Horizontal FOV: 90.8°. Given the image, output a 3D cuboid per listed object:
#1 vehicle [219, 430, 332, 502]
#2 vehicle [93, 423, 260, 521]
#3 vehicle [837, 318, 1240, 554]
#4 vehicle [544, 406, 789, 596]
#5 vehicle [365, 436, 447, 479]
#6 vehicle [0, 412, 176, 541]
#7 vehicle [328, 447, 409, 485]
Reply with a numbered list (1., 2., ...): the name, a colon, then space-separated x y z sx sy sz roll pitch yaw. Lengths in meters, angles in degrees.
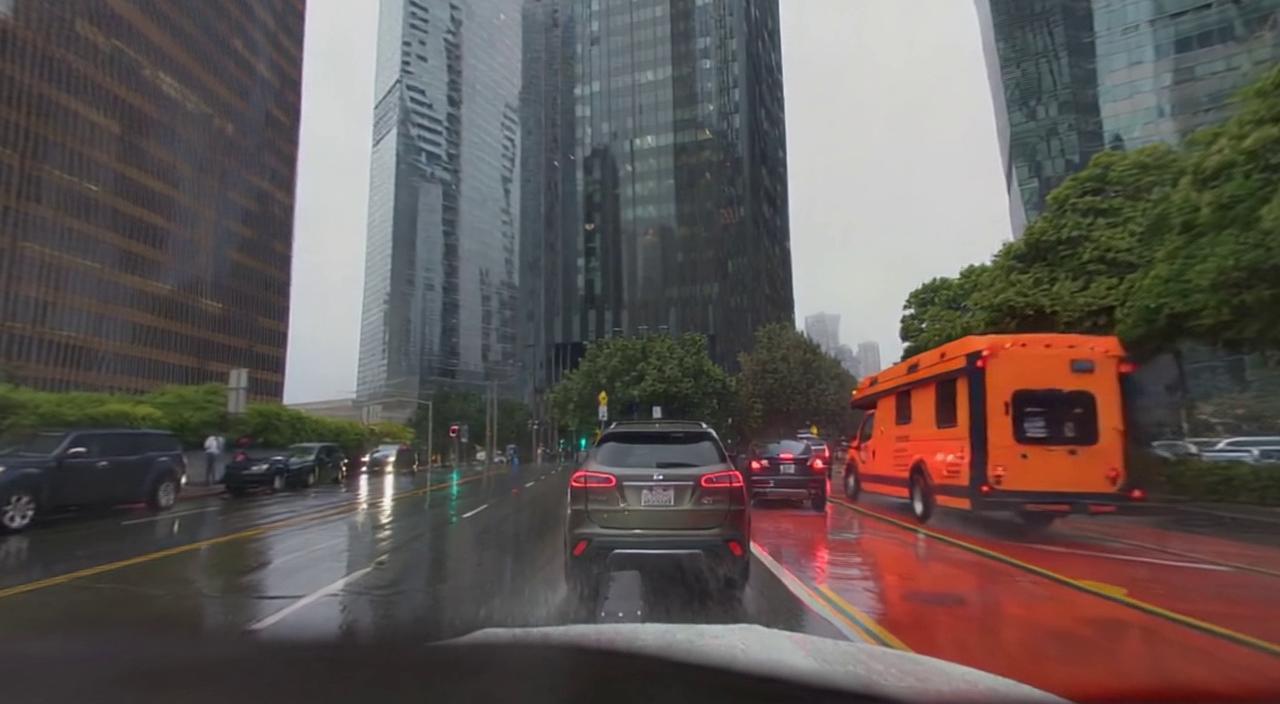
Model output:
1. vehicle: -11.036 3.448 19.399 1.559 1.973 3.419 1 -9 -5
2. vehicle: -10.718 2.753 14.938 1.482 2.019 3.297 0 -9 -3
3. vehicle: 6.443 1.651 12.280 3.113 3.116 7.650 0 -8 3
4. vehicle: 0.293 1.653 7.842 2.192 1.695 4.142 0 -9 2
5. vehicle: -11.770 5.350 32.299 2.338 1.963 5.740 0 -9 -4
6. vehicle: -10.374 2.151 11.364 1.543 1.946 3.454 1 -9 -5
7. vehicle: -11.364 4.781 26.779 1.791 1.463 4.210 0 -9 -4
